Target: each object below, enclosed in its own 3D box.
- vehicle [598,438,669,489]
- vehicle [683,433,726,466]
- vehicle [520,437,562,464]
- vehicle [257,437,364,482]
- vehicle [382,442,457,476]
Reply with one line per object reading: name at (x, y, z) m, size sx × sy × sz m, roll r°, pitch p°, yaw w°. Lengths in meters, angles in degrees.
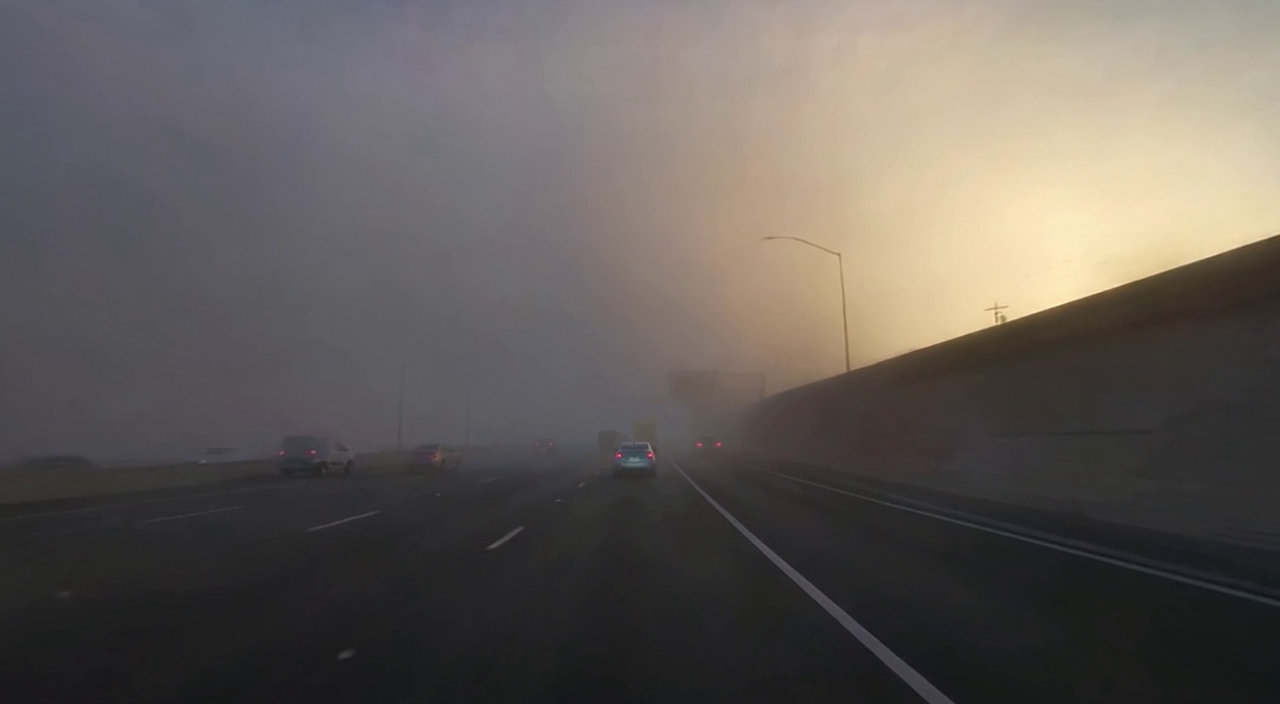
vehicle at (-0.146, 3.555, 20.503) m, size 2.042 × 1.446 × 4.269 m, roll 0°, pitch -8°, yaw 1°
vehicle at (3.678, 5.622, 36.581) m, size 2.001 × 1.771 × 4.250 m, roll 0°, pitch -8°, yaw -1°
vehicle at (-6.521, 6.579, 42.146) m, size 2.060 × 1.669 × 4.242 m, roll 0°, pitch -8°, yaw 1°
vehicle at (-13.667, 4.487, 26.534) m, size 2.045 × 1.712 × 4.457 m, roll 0°, pitch -8°, yaw 1°
vehicle at (-10.391, 5.058, 30.109) m, size 1.961 × 1.510 × 4.260 m, roll 0°, pitch -8°, yaw 1°
